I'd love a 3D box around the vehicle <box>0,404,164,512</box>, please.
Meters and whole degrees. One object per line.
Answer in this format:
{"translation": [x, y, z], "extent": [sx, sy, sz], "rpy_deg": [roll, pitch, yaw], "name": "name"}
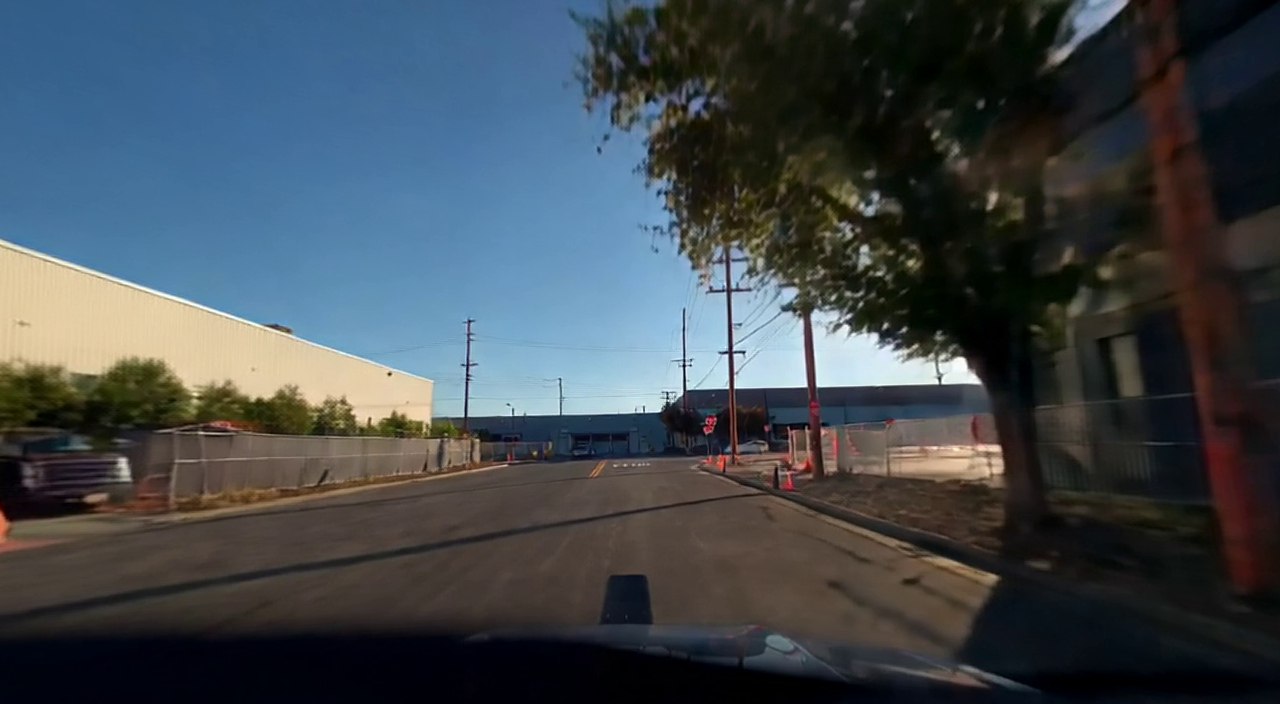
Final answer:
{"translation": [-13.289, 2.220, 12.840], "extent": [2.662, 1.981, 5.352], "rpy_deg": [-1, -13, 4], "name": "vehicle"}
